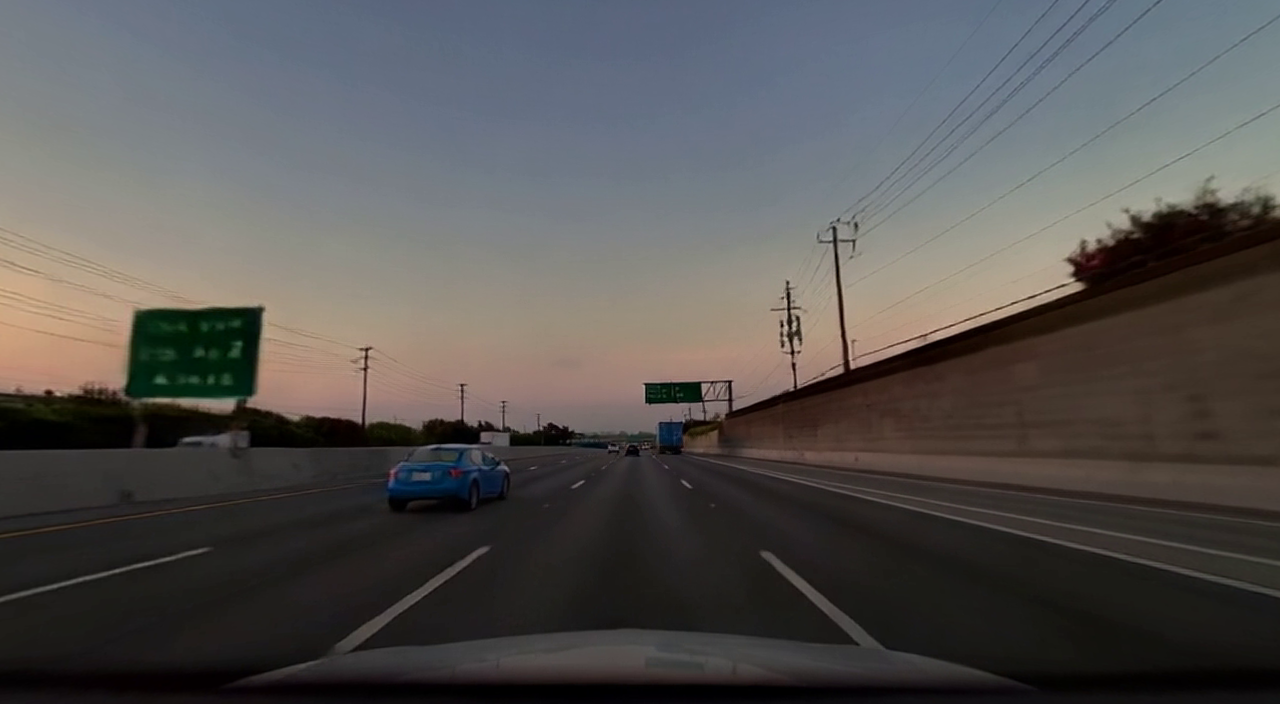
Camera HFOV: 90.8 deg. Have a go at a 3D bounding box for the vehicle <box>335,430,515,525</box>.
[{"bbox_3d":[-3.926,2.370,12.433,2.009,1.533,4.175,0,-9,1],"label":"vehicle"}]

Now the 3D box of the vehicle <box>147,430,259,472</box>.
[{"bbox_3d":[-25.388,5.778,37.065,2.579,2.265,5.572,0,-9,-1],"label":"vehicle"}]
